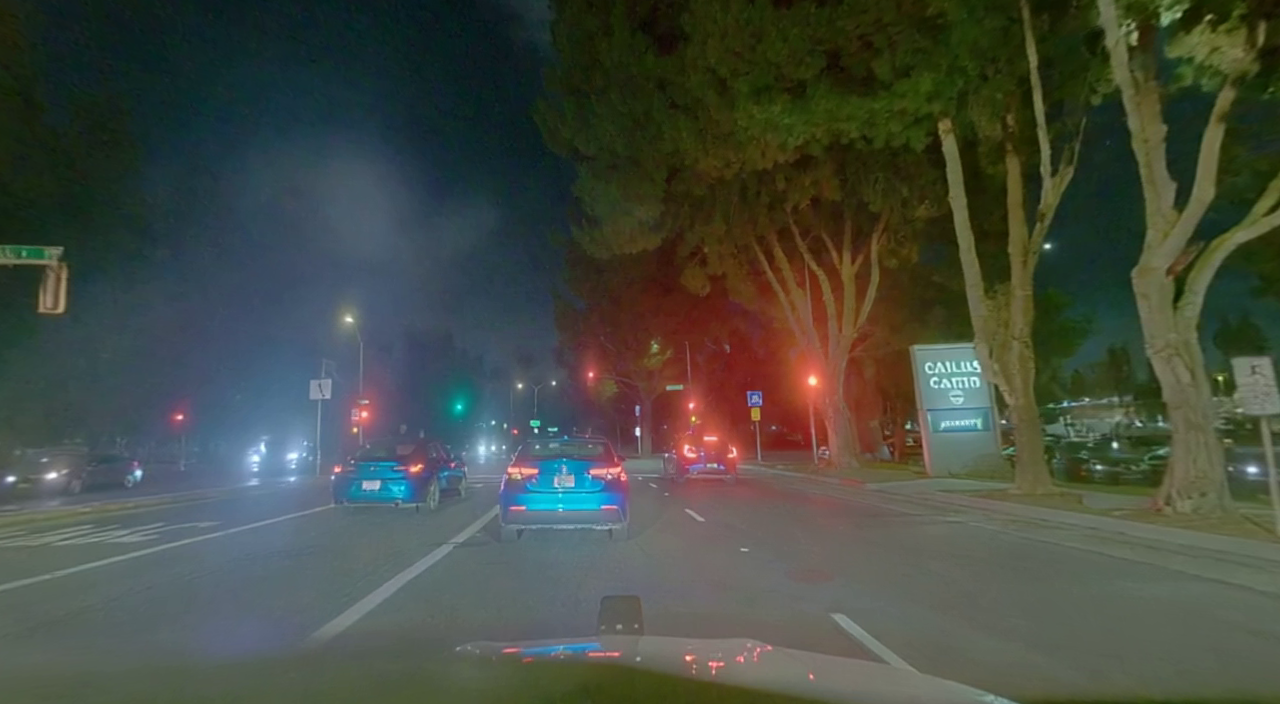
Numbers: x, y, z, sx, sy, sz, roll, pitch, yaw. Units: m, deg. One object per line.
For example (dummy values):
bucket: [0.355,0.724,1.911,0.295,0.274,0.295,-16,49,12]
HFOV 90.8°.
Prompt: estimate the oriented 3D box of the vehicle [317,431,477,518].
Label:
vehicle: [-4.649,2.381,12.775,1.998,1.452,3.773,1,-8,-5]

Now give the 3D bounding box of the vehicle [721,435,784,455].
vehicle: [8.584,7.128,48.420,4.428,1.478,1.772,1,-9,-5]

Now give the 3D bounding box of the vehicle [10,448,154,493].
vehicle: [-22.690,4.806,25.997,2.058,1.640,4.414,0,-8,-4]

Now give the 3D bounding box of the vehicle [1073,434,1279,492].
vehicle: [14.251,2.927,16.828,4.242,1.423,1.802,1,-8,-7]

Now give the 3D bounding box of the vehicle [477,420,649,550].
vehicle: [-1.136,1.900,9.748,2.045,1.533,4.183,1,-8,-6]

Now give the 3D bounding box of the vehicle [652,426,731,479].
vehicle: [1.714,3.561,22.532,2.028,1.678,4.220,1,-8,-6]

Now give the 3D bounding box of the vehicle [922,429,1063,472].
vehicle: [13.950,3.896,25.168,4.393,1.621,2.067,1,-8,-6]
